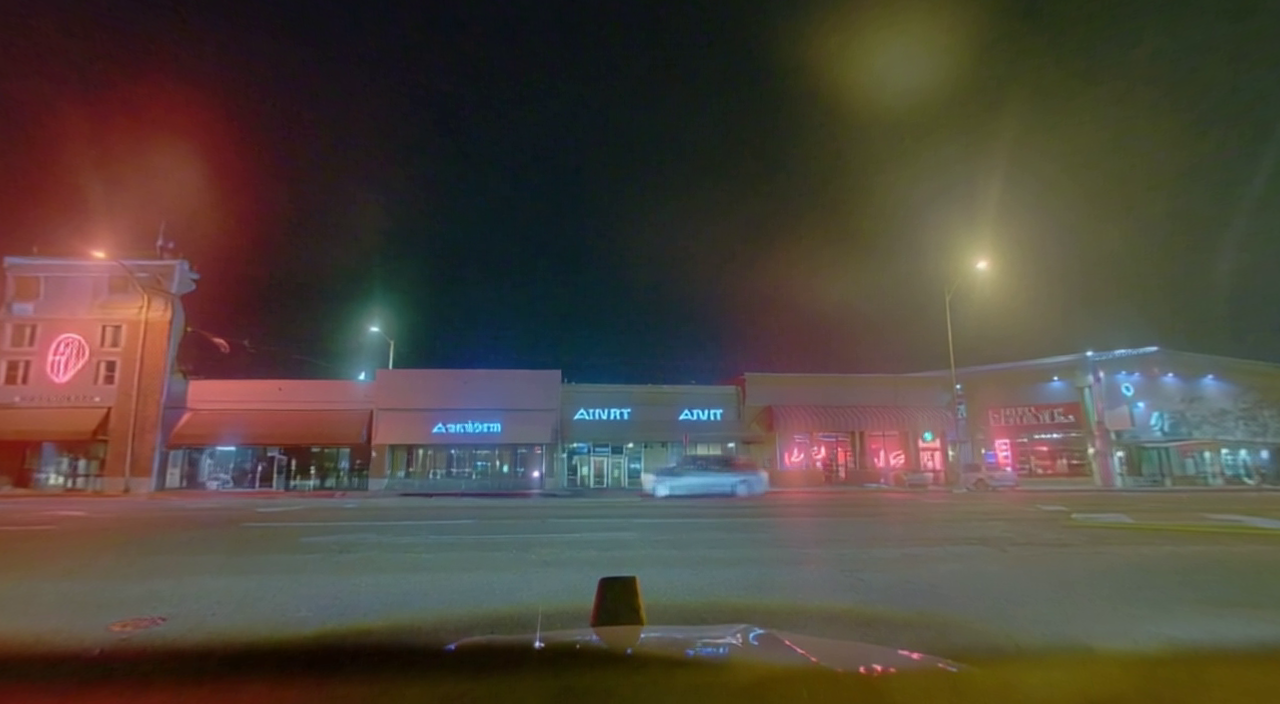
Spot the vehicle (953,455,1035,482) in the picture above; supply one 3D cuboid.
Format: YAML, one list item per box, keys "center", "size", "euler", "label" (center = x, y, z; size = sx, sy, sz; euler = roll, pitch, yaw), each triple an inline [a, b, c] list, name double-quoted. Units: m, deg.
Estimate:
- center: [25.708, 8.450, 45.927]
  size: [4.838, 1.799, 1.914]
  euler: [-7, -11, 39]
  label: "vehicle"

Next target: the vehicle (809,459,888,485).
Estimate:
- center: [12.962, 7.471, 39.565]
  size: [1.791, 1.453, 4.593]
  euler: [5, -10, -29]
  label: "vehicle"

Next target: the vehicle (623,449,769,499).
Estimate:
- center: [1.887, 4.295, 22.448]
  size: [4.889, 1.659, 2.059]
  euler: [1, -9, -4]
  label: "vehicle"

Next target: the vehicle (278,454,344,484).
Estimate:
- center: [-20.036, 7.058, 38.402]
  size: [4.596, 1.680, 1.936]
  euler: [-8, -12, 41]
  label: "vehicle"
